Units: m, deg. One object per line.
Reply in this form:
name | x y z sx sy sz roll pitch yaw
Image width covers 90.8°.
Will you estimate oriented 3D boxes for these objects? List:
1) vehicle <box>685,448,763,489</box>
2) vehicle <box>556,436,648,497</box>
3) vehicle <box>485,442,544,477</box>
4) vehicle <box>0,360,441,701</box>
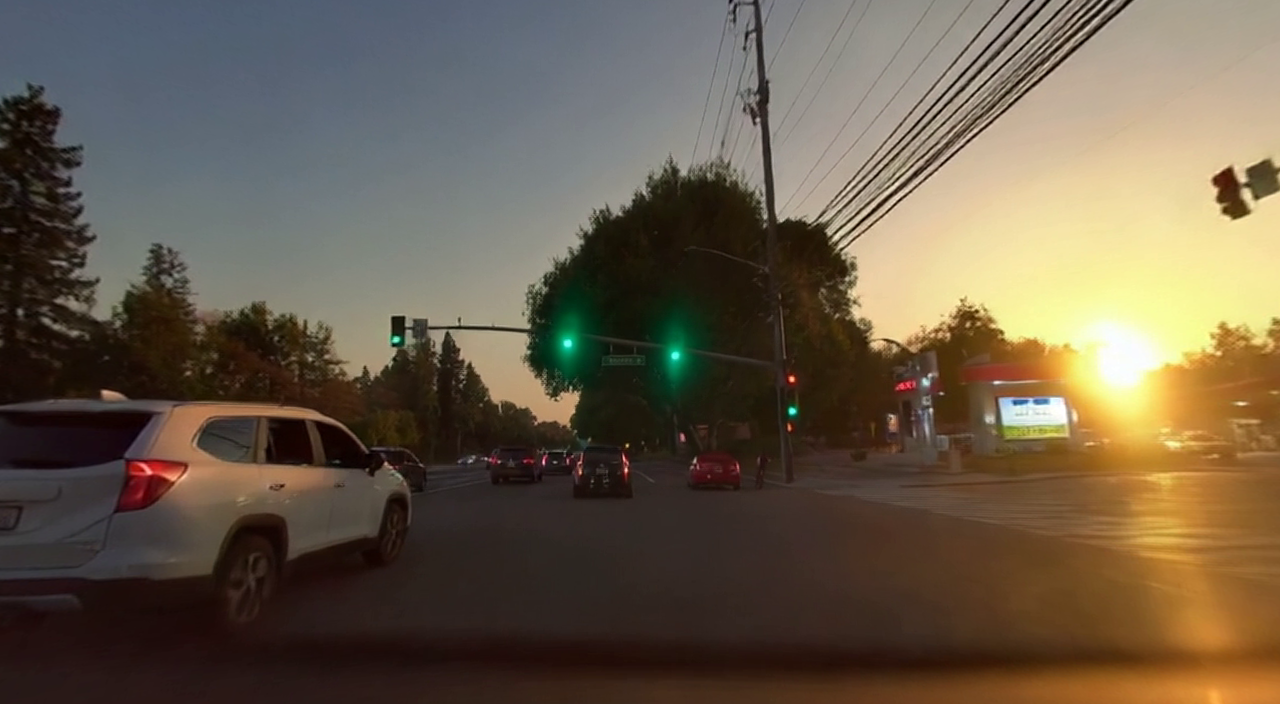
vehicle | 2.843 4.056 22.428 2.065 1.302 4.416 0 -9 -1
vehicle | -0.949 3.067 17.291 2.189 1.437 4.135 0 -9 -1
vehicle | -7.243 6.256 37.076 2.385 1.918 5.056 0 -9 0
vehicle | -3.370 1.193 5.378 1.922 1.642 4.547 0 -9 -1
